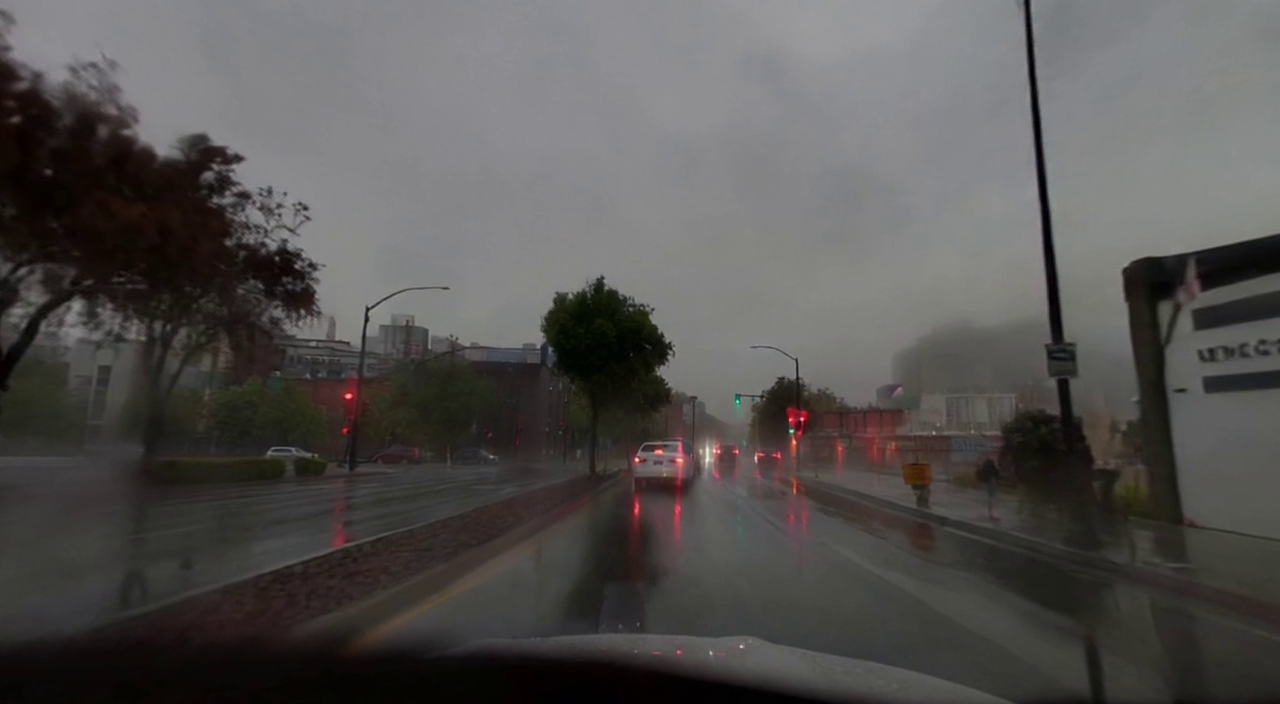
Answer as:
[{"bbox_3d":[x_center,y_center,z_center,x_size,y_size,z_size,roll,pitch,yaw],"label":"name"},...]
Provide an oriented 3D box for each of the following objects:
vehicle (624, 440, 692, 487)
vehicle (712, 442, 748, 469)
[{"bbox_3d":[0.732,3.904,22.512,2.173,1.479,4.264,-1,-8,4],"label":"vehicle"},{"bbox_3d":[6.404,7.414,45.546,2.092,1.851,4.913,0,-8,2],"label":"vehicle"}]
